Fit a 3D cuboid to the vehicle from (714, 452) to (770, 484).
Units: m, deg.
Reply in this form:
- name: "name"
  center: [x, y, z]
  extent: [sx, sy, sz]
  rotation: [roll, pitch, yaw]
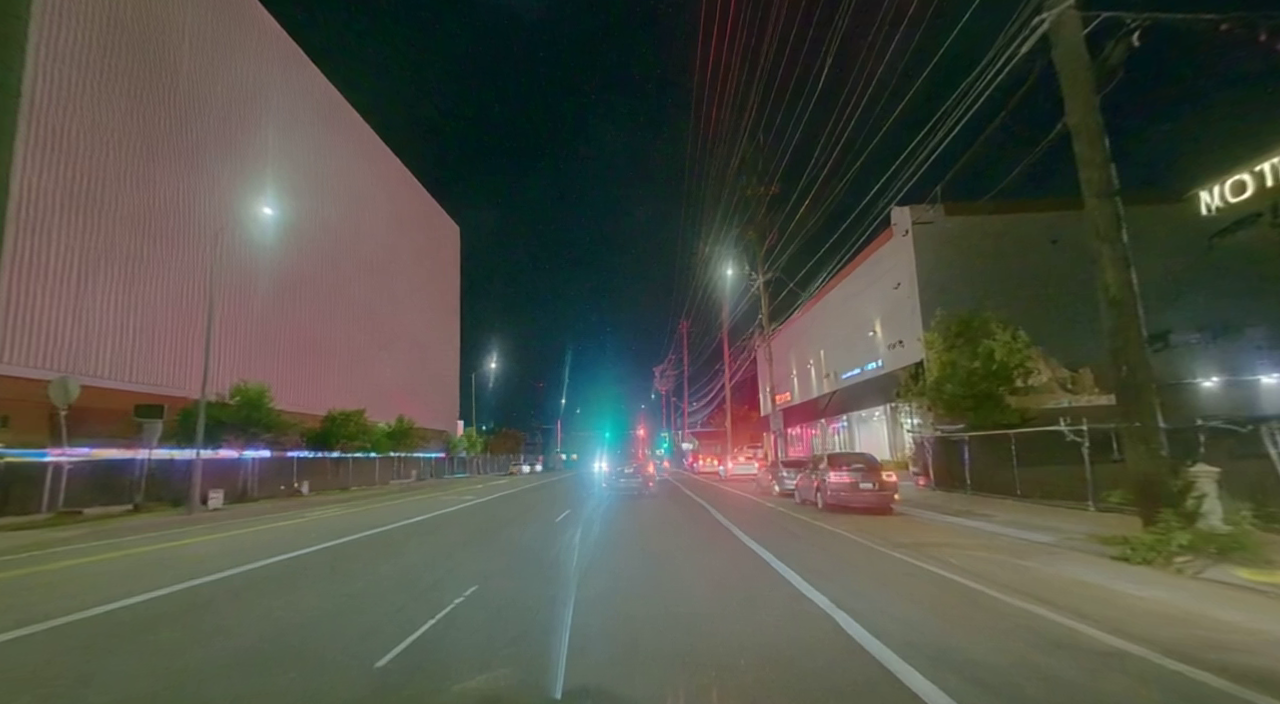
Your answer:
- name: "vehicle"
  center: [5.314, 6.103, 33.582]
  extent: [2.108, 1.471, 4.948]
  rotation: [0, -9, -1]

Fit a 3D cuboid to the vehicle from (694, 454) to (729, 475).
- name: "vehicle"
  center: [5.234, 8.340, 47.011]
  extent: [1.987, 1.459, 4.677]
  rotation: [0, -8, -1]

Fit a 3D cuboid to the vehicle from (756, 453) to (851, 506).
- name: "vehicle"
  center: [5.013, 3.943, 20.016]
  extent: [1.761, 1.413, 4.272]
  rotation: [0, -8, -1]

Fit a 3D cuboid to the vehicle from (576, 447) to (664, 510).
- name: "vehicle"
  center: [-0.475, 3.369, 17.350]
  extent: [2.116, 1.479, 3.980]
  rotation: [0, -8, 0]

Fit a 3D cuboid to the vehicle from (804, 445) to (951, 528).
- name: "vehicle"
  center: [5.129, 2.912, 14.235]
  extent: [1.779, 1.592, 3.740]
  rotation: [0, -9, -1]
